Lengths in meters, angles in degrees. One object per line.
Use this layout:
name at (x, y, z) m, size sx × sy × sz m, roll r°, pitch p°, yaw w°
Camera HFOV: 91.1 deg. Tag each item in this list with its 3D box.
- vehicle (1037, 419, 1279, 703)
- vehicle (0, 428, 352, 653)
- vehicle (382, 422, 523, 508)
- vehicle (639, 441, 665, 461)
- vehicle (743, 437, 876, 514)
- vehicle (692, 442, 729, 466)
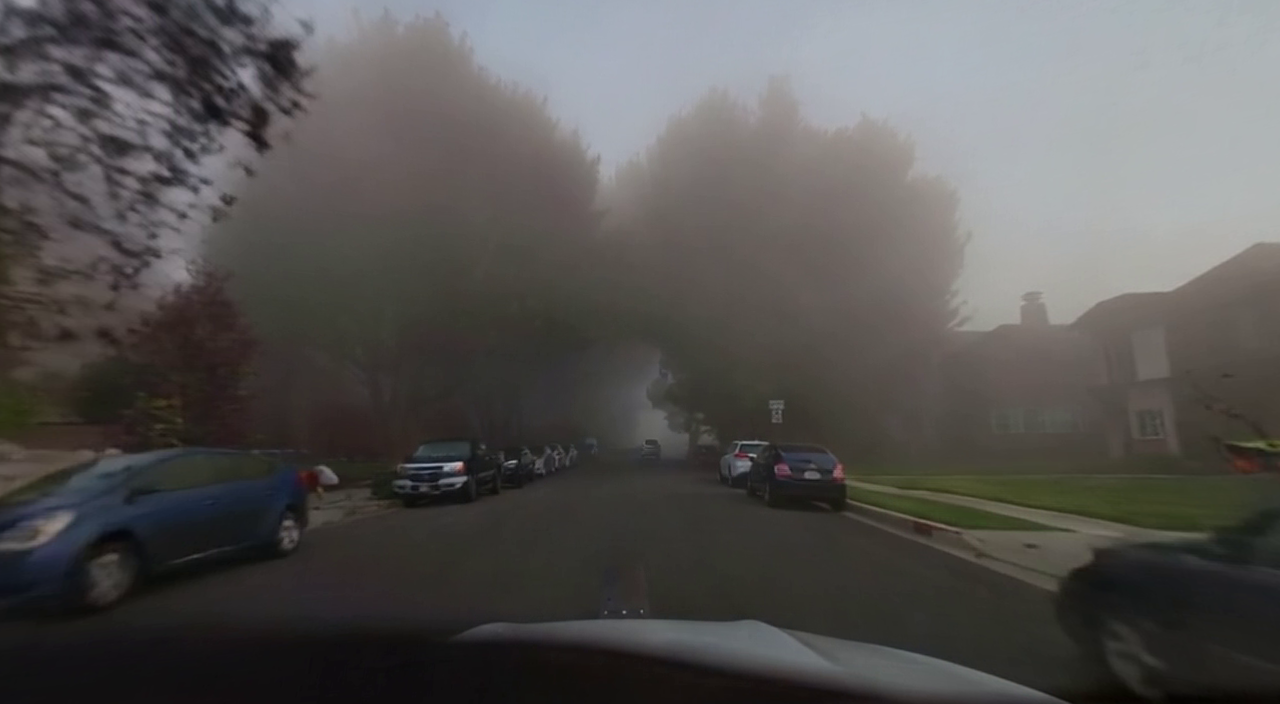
vehicle at (3.600, 0.937, 1.883) m, size 1.871 × 1.514 × 4.553 m, roll 0°, pitch -8°, yaw 1°
vehicle at (-5.198, 1.616, 6.713) m, size 1.872 × 1.515 × 4.535 m, roll 1°, pitch -8°, yaw 3°
vehicle at (-4.685, 2.899, 16.612) m, size 2.162 × 1.857 × 4.758 m, roll 2°, pitch -8°, yaw 1°
vehicle at (0.944, 7.795, 49.636) m, size 2.010 × 1.499 × 4.107 m, roll 0°, pitch -8°, yaw 1°
vehicle at (3.759, 2.809, 14.901) m, size 1.987 × 1.518 × 4.686 m, roll 0°, pitch -8°, yaw 2°
vehicle at (4.528, 6.609, 40.817) m, size 1.876 × 1.477 × 4.324 m, roll 0°, pitch -8°, yaw 0°
